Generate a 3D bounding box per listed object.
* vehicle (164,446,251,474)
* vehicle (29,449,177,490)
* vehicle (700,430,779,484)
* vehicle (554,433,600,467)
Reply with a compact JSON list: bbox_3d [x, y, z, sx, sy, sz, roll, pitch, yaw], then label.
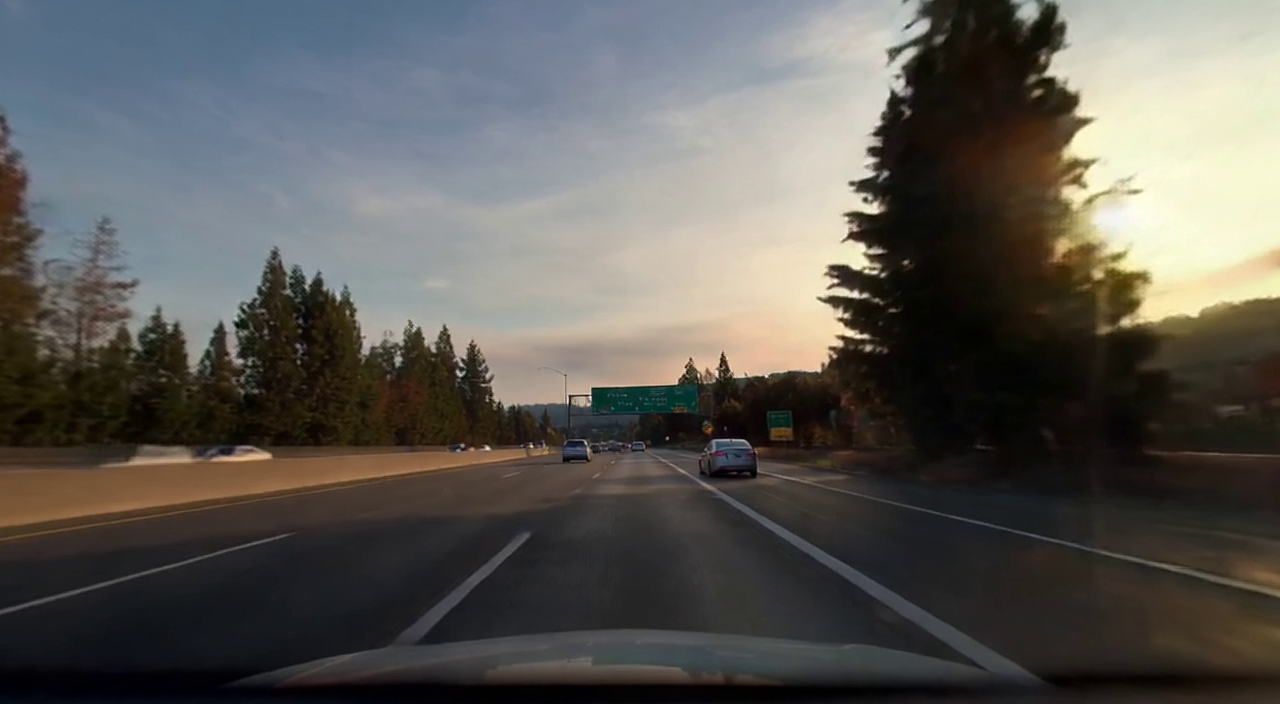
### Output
[{"bbox_3d":[-25.020,6.242,36.812,1.891,1.540,4.593,0,-9,-1],"label":"vehicle"},{"bbox_3d":[-21.178,4.607,25.240,1.951,1.473,4.542,0,-9,-1],"label":"vehicle"},{"bbox_3d":[3.376,3.689,22.347,2.053,1.714,4.097,0,-9,-1],"label":"vehicle"},{"bbox_3d":[-3.523,5.602,36.103,2.173,1.793,4.564,0,-9,0],"label":"vehicle"}]
